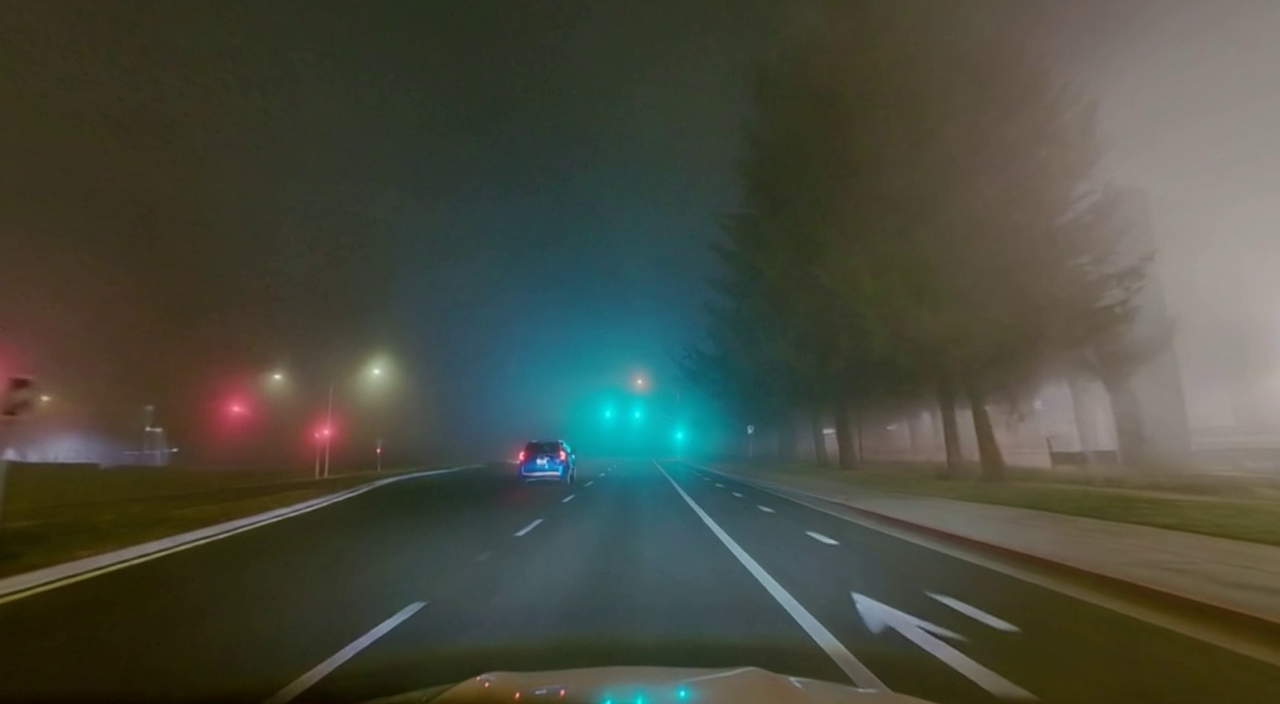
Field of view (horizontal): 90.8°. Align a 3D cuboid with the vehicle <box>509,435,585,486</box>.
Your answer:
[{"bbox_3d":[-3.359,4.016,23.677,2.121,1.724,4.392,0,-9,1],"label":"vehicle"}]
